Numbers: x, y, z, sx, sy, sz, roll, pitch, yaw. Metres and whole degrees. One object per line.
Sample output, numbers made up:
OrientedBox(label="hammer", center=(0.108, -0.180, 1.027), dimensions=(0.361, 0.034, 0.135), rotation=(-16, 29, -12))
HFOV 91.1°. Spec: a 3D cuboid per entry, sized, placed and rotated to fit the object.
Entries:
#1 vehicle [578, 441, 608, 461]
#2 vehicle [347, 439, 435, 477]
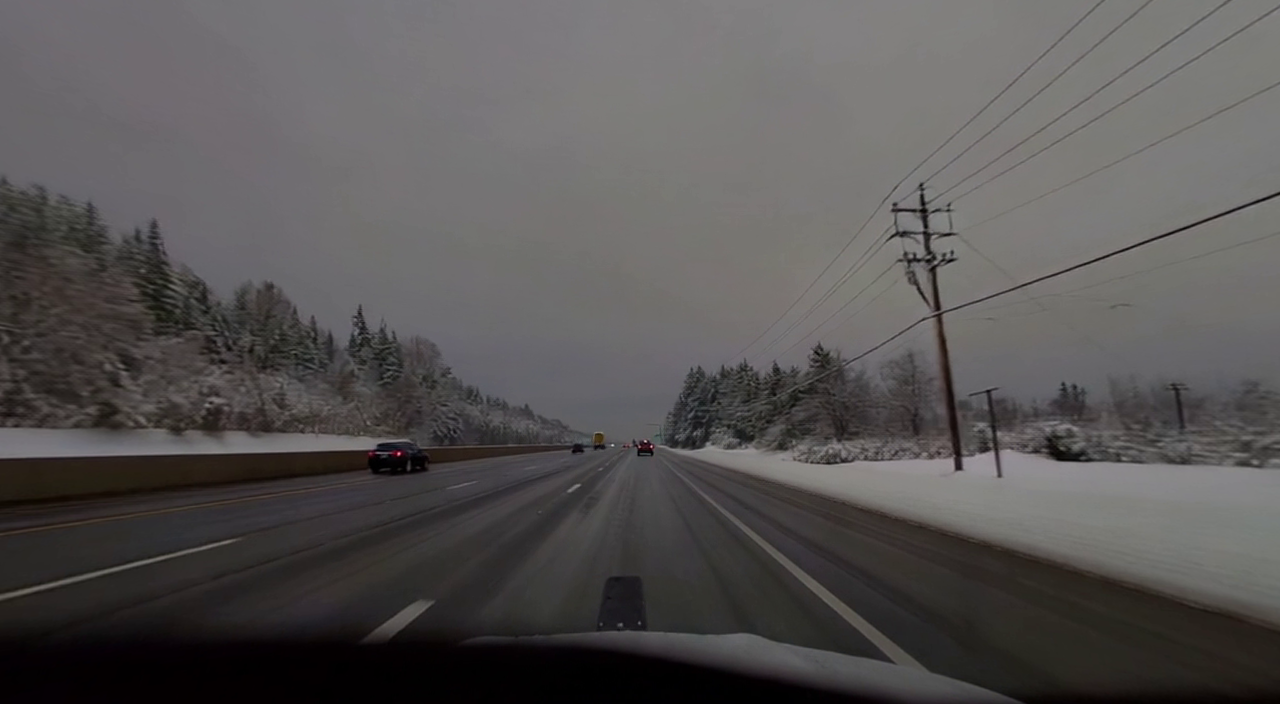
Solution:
OrientedBox(label="vehicle", center=(-3.614, 7.741, 49.156), dimensions=(2.046, 1.478, 4.111), rotation=(0, -8, 0))
OrientedBox(label="vehicle", center=(-10.924, 4.663, 27.946), dimensions=(1.955, 1.496, 4.732), rotation=(0, -8, 1))
